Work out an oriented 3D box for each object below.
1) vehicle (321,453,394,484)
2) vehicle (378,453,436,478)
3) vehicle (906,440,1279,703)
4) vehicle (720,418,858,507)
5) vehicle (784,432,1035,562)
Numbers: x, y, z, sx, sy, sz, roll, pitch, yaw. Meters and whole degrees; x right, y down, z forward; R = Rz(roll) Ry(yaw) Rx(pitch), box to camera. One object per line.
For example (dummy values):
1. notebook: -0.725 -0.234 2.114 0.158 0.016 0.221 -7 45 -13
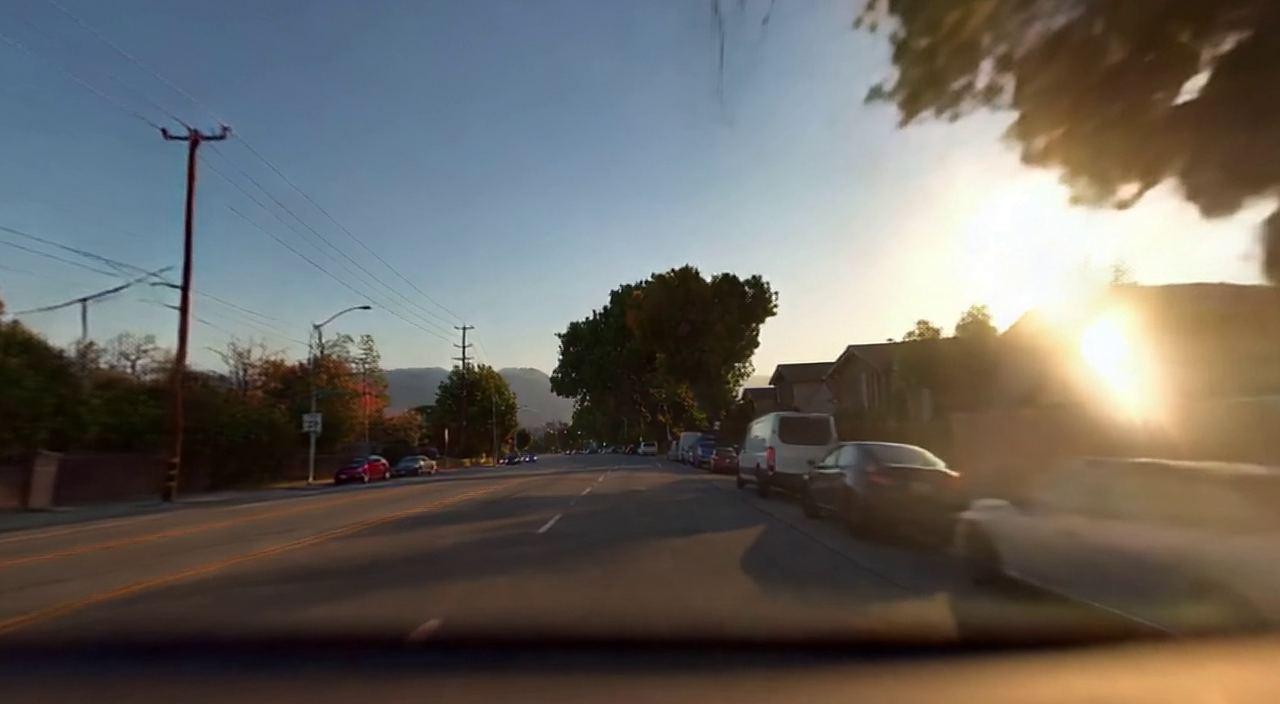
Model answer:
1. vehicle: -15.181 6.276 34.071 1.992 1.517 4.426 0 -8 -2
2. vehicle: -15.273 7.451 41.364 1.944 1.454 4.581 0 -8 1
3. vehicle: 3.691 1.288 4.182 1.845 1.364 4.471 0 -8 -1
4. vehicle: 3.766 2.954 17.345 2.372 2.008 6.181 0 -8 1
5. vehicle: 3.660 2.020 9.643 1.830 1.484 4.639 0 -8 1
